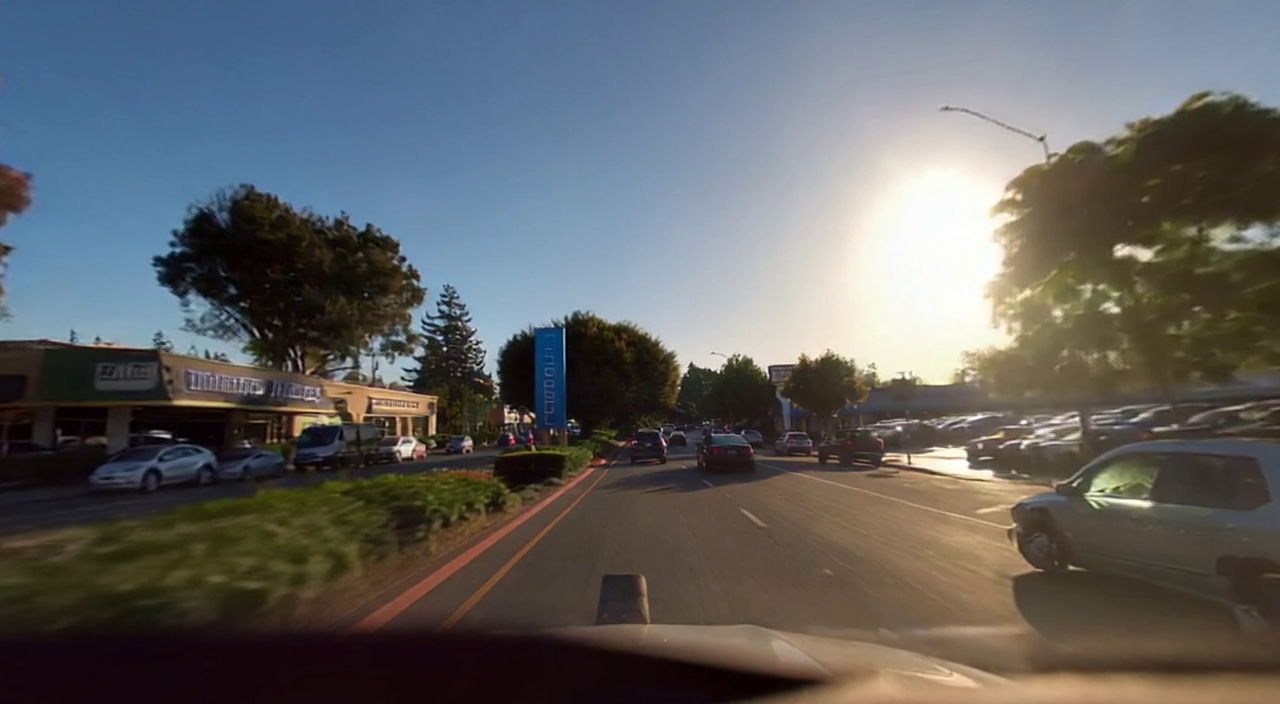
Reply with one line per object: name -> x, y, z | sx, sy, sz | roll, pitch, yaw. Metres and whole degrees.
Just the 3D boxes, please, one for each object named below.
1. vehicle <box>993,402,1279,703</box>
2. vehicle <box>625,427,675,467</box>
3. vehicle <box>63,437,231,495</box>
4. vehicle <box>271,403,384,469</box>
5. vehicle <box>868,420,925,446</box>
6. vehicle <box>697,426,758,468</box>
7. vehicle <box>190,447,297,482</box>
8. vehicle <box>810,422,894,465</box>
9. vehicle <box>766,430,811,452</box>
vehicle -> 3.756, 0.945, 2.652 | 1.908, 1.463, 4.506 | 0, -8, 0
vehicle -> 0.444, 4.245, 28.121 | 2.098, 1.682, 3.778 | 0, -8, 1
vehicle -> -18.821, 4.342, 24.431 | 2.286, 1.968, 5.350 | 0, -8, -2
vehicle -> -18.599, 5.120, 38.025 | 2.811, 3.604, 7.566 | 0, -8, 1
vehicle -> 18.699, 5.973, 46.009 | 1.981, 1.815, 4.953 | 0, -8, -2
vehicle -> 3.782, 4.205, 27.907 | 2.115, 1.692, 4.189 | 0, -8, 0
vehicle -> -18.832, 5.325, 30.156 | 1.883, 1.488, 5.224 | 0, -8, -2
vehicle -> 10.507, 4.622, 31.651 | 2.318, 1.974, 5.282 | 0, -8, 0
vehicle -> 10.882, 6.589, 46.391 | 2.110, 1.535, 4.506 | 0, -8, -2
